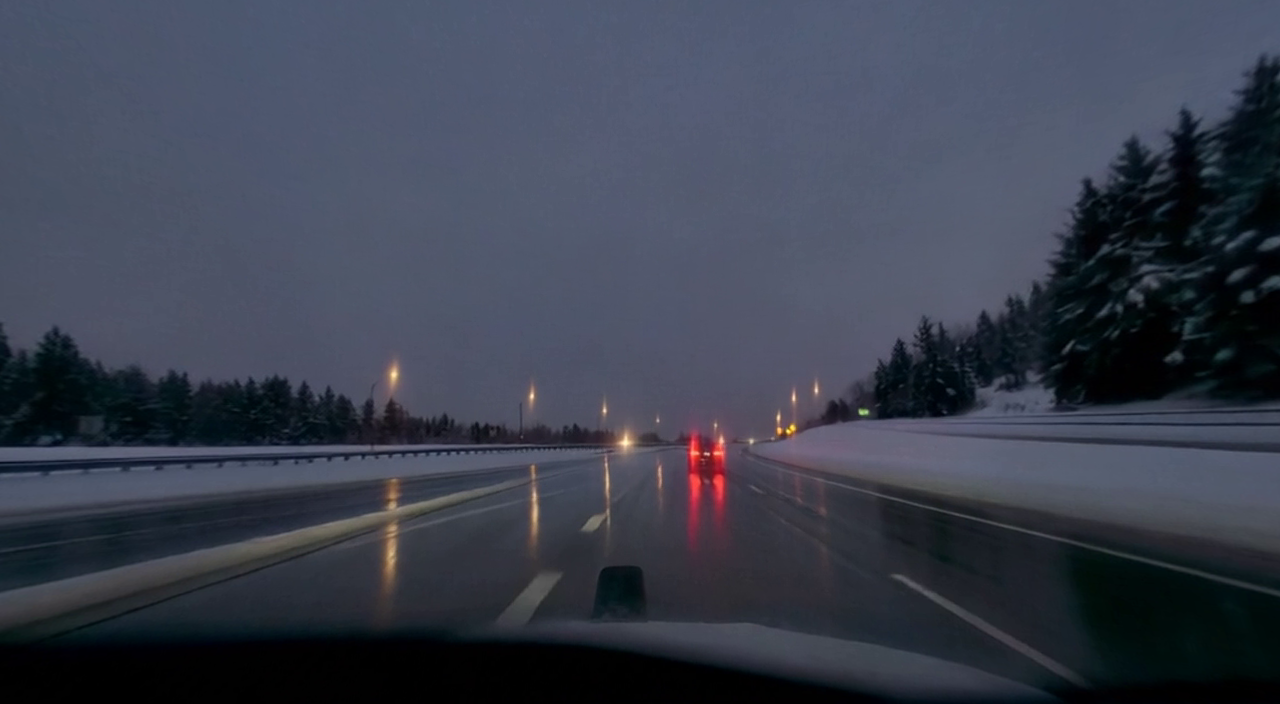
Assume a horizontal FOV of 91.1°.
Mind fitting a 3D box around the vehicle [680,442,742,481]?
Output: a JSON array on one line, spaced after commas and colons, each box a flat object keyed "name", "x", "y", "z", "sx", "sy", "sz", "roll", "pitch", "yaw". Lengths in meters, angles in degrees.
[{"name": "vehicle", "x": 2.703, "y": 4.291, "z": 24.988, "sx": 2.124, "sy": 1.405, "sz": 4.398, "roll": 0, "pitch": -8, "yaw": 2}]
